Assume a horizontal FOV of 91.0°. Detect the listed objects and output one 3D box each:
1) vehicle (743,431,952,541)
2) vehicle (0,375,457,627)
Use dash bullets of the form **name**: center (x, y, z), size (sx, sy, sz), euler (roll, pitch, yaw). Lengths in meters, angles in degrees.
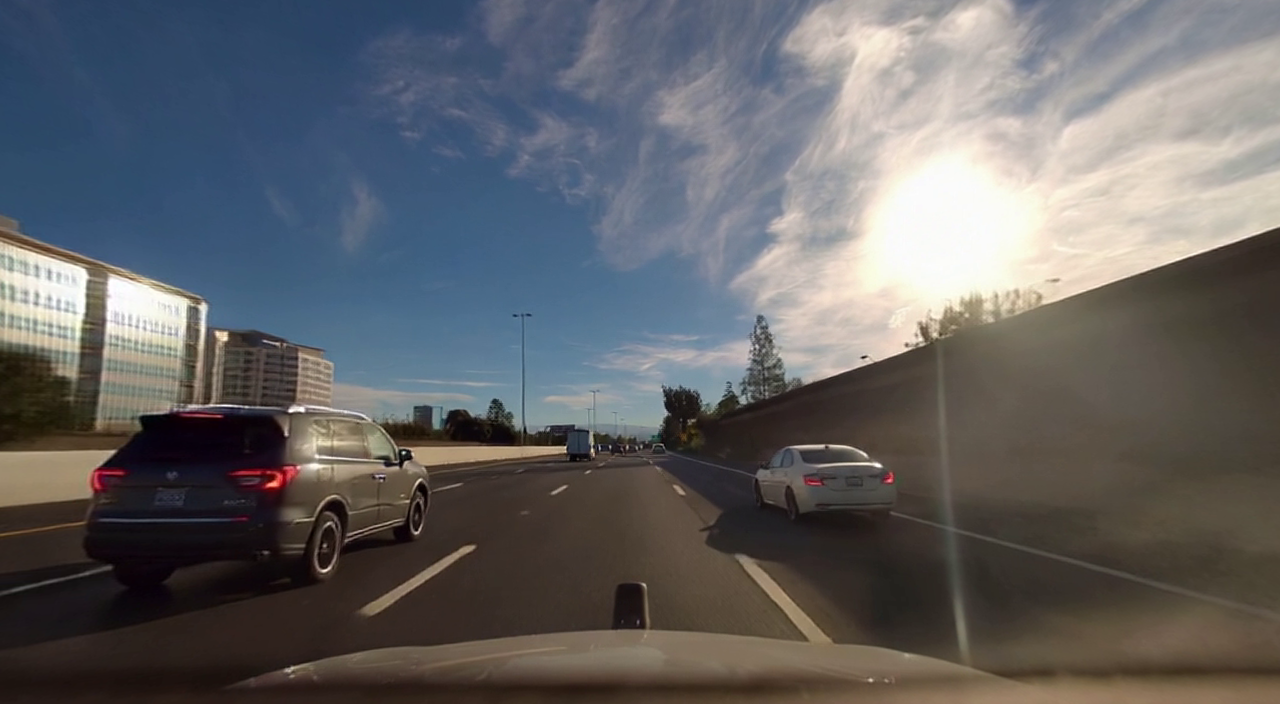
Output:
- **vehicle**: center (3.333, 2.275, 11.377), size (2.047, 1.532, 4.884), euler (0, -9, -1)
- **vehicle**: center (-4.177, 1.520, 7.502), size (2.285, 1.853, 5.564), euler (0, -9, 0)
